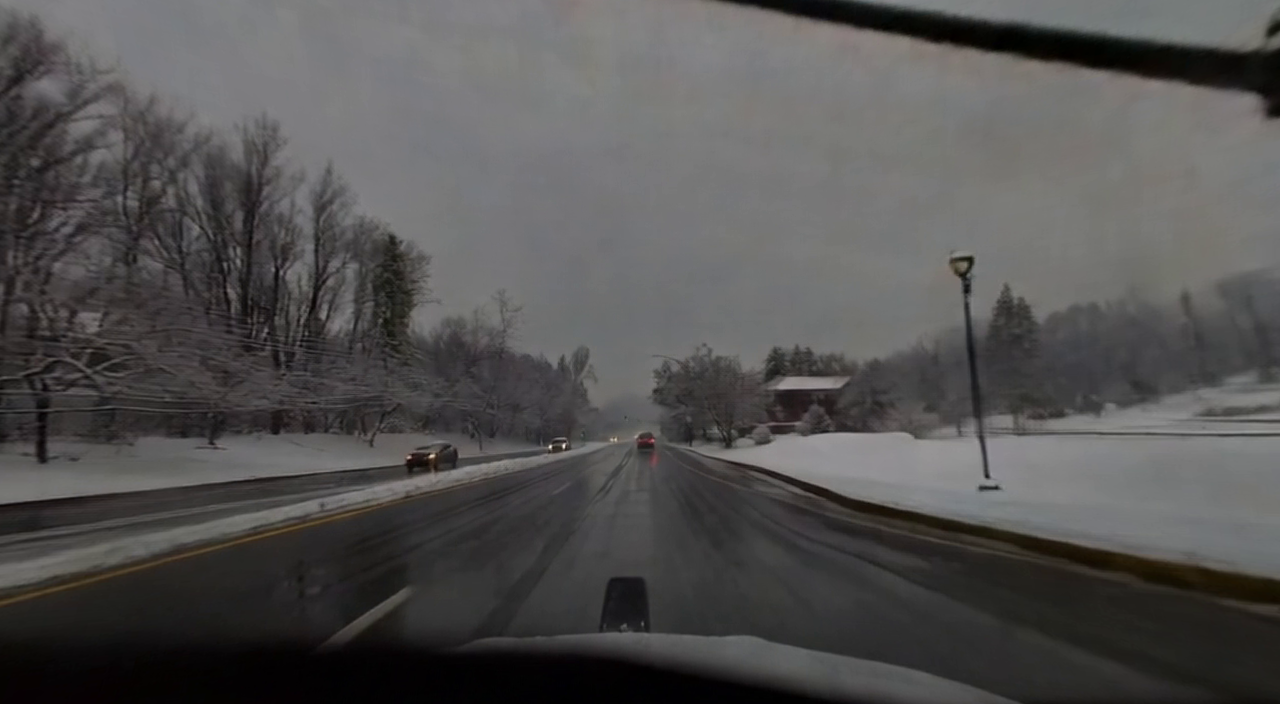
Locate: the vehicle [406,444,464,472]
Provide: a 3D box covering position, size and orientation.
[{"bbox_3d":[-12.524,6.500,38.828,1.982,1.553,4.420,-1,-8,1],"label":"vehicle"}]
